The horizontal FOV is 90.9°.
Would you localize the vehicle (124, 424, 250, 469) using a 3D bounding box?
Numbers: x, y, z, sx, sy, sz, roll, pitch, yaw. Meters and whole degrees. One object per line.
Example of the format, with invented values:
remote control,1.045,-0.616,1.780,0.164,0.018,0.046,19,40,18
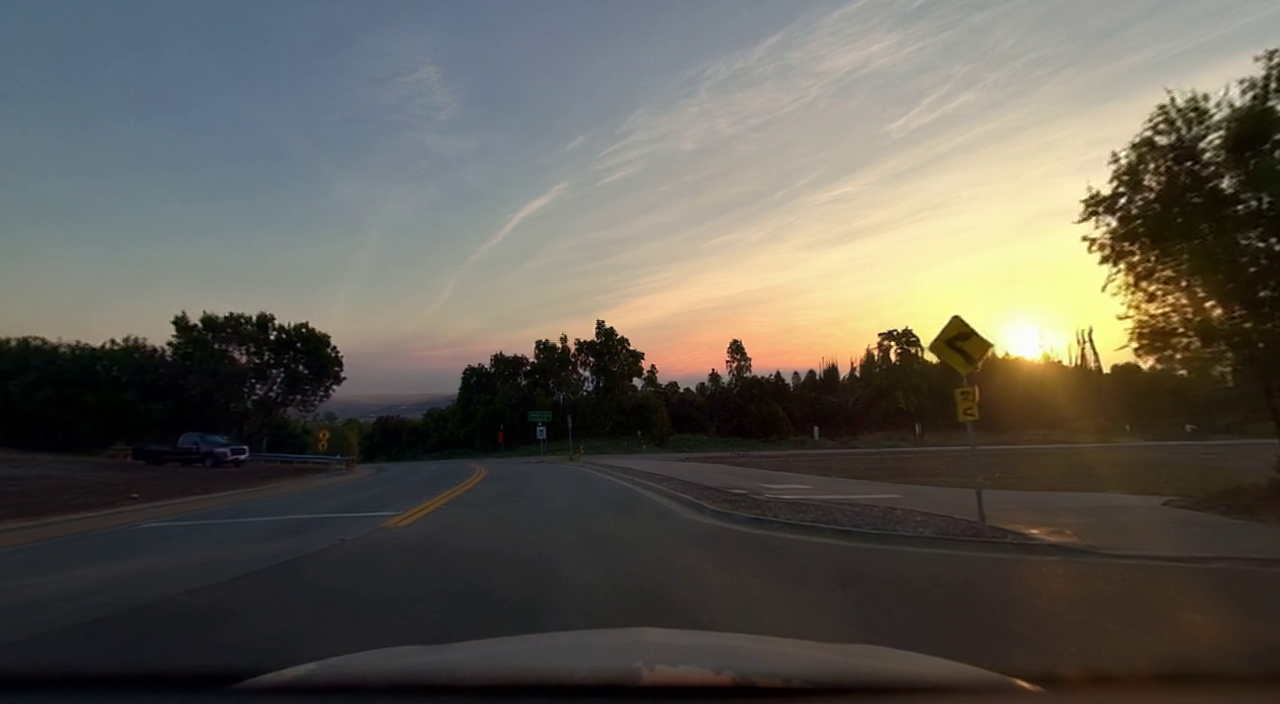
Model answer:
vehicle,-21.087,4.406,29.426,4.699,1.996,2.116,-2,-9,15
